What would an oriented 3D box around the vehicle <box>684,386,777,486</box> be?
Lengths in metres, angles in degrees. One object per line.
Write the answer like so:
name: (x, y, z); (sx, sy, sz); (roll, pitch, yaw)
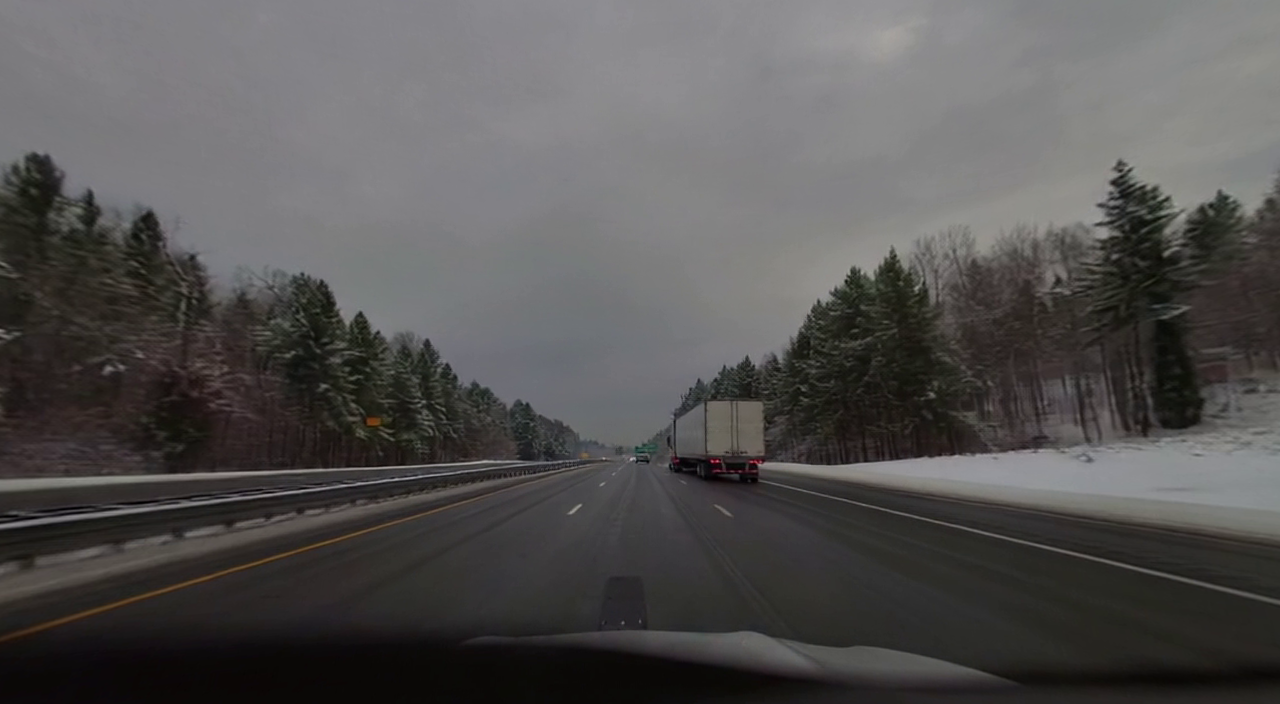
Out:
vehicle: (4.097, 4.257, 31.141); (3.117, 3.971, 10.593); (1, -9, 1)
